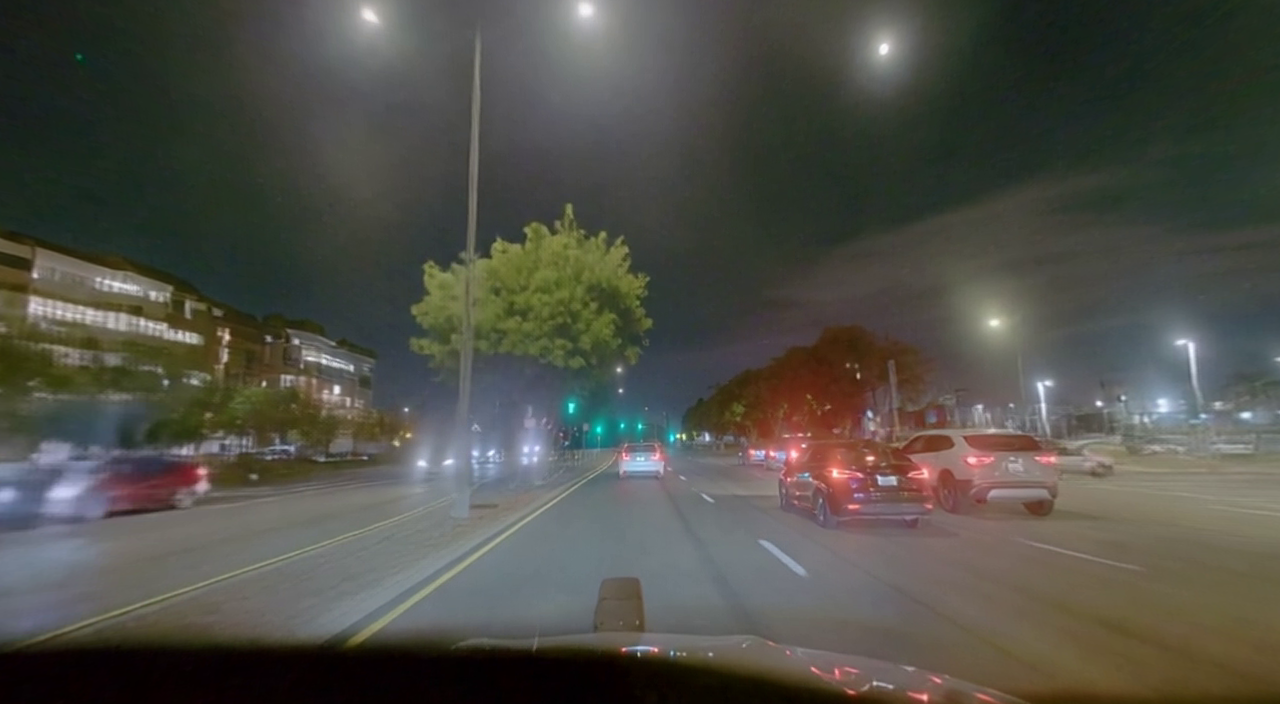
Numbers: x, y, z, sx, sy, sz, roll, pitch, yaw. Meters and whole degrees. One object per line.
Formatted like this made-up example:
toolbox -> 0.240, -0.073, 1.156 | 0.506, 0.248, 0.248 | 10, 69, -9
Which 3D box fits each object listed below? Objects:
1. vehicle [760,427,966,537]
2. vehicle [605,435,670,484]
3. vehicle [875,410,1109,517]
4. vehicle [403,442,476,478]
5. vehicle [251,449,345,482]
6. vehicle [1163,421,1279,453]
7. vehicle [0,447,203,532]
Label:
vehicle -> 3.424, 2.073, 10.696 | 1.858, 1.466, 4.230 | 0, -8, -1
vehicle -> -0.085, 3.569, 21.228 | 1.994, 1.479, 3.647 | 0, -8, 0
vehicle -> 6.945, 2.258, 13.246 | 2.134, 1.810, 4.590 | 0, -8, -1
vehicle -> -9.001, 4.869, 28.720 | 1.895, 1.503, 4.237 | 0, -8, 0
vehicle -> -17.246, 5.725, 32.154 | 1.961, 1.462, 4.741 | -1, -8, 3
vehicle -> 37.496, 5.457, 40.628 | 5.573, 1.973, 2.229 | 0, -8, 0
vehicle -> -12.009, 2.803, 13.589 | 1.931, 1.477, 4.630 | 0, -8, 0
